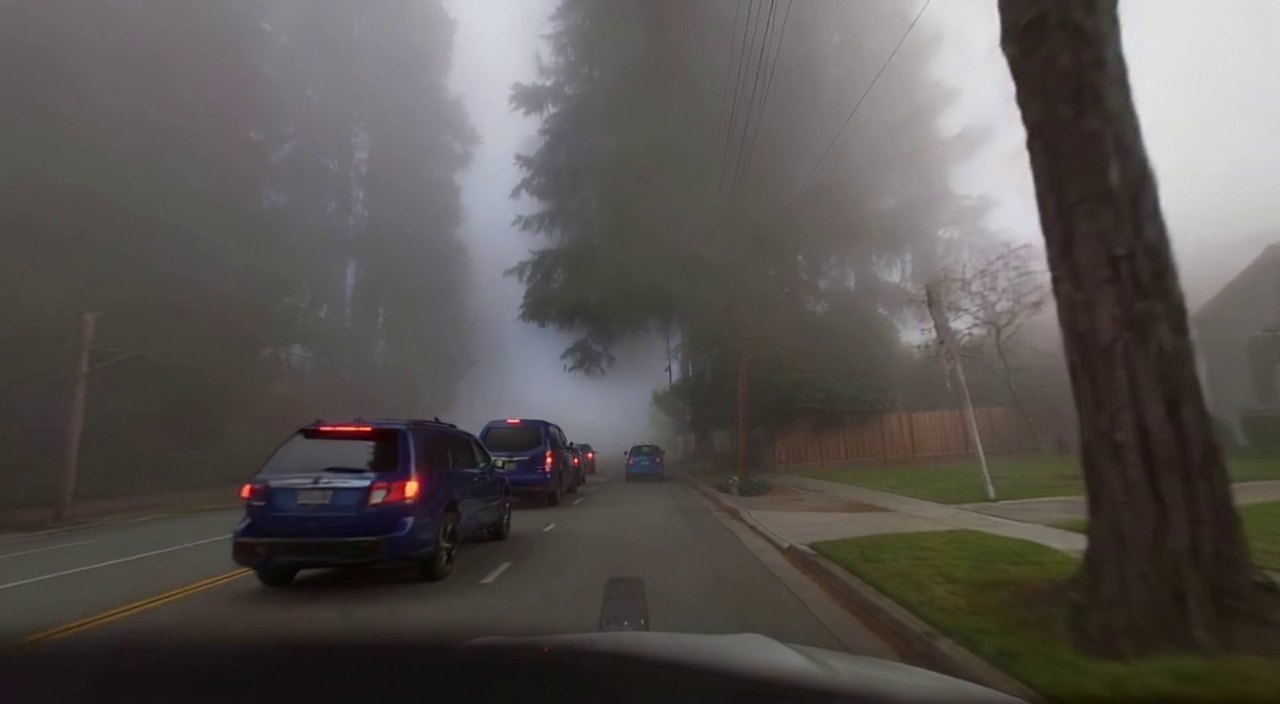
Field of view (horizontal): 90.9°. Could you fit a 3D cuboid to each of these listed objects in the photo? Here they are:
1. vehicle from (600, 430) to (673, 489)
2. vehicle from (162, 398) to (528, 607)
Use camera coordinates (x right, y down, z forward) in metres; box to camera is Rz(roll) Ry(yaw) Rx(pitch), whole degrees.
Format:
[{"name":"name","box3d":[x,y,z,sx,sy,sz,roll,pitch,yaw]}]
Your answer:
[{"name":"vehicle","box3d":[-0.100,3.440,20.391,2.120,1.718,3.909,0,-9,0]},{"name":"vehicle","box3d":[-2.824,1.561,7.394,2.105,1.709,4.251,0,-9,2]}]
